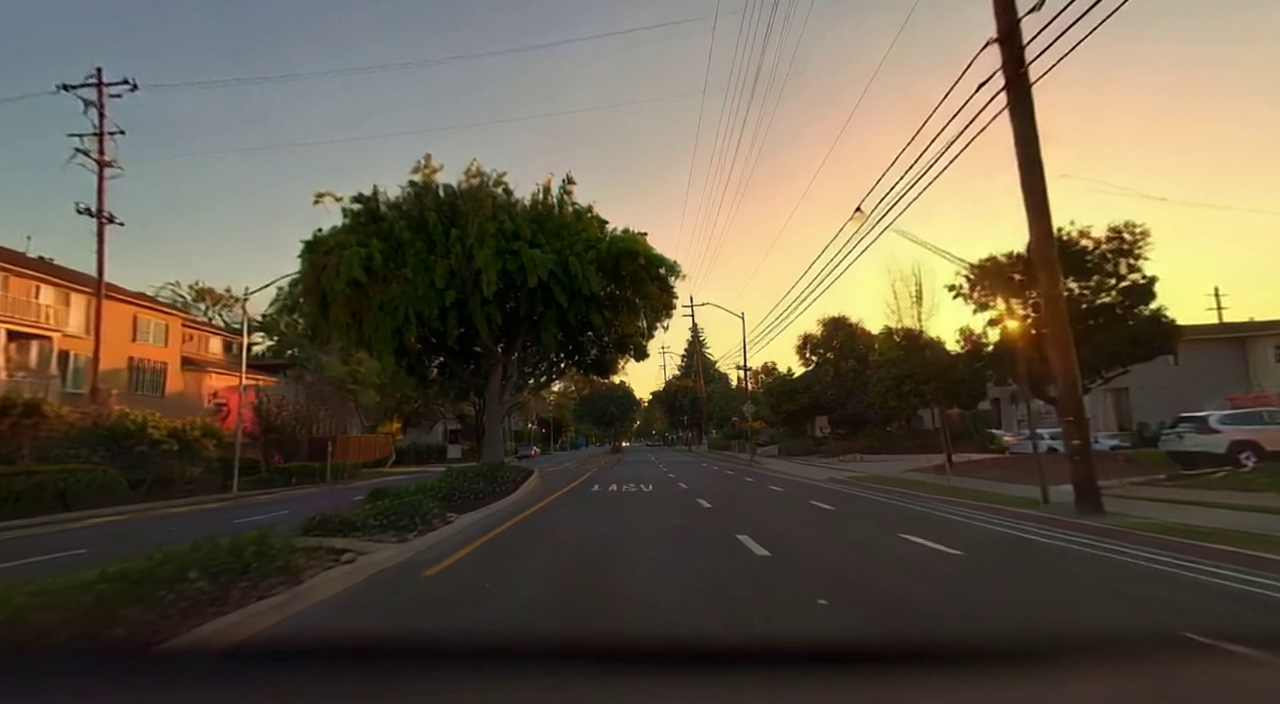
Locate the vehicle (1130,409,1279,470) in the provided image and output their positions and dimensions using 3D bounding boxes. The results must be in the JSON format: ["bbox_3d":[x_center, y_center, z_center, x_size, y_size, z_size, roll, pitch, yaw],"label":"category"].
[{"bbox_3d":[16.611,2.403,17.301,4.681,1.541,2.049,0,-8,-3],"label":"vehicle"}]

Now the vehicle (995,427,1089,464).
[{"bbox_3d":[22.067,5.155,34.963,1.960,1.873,4.839,0,-8,0],"label":"vehicle"}]
